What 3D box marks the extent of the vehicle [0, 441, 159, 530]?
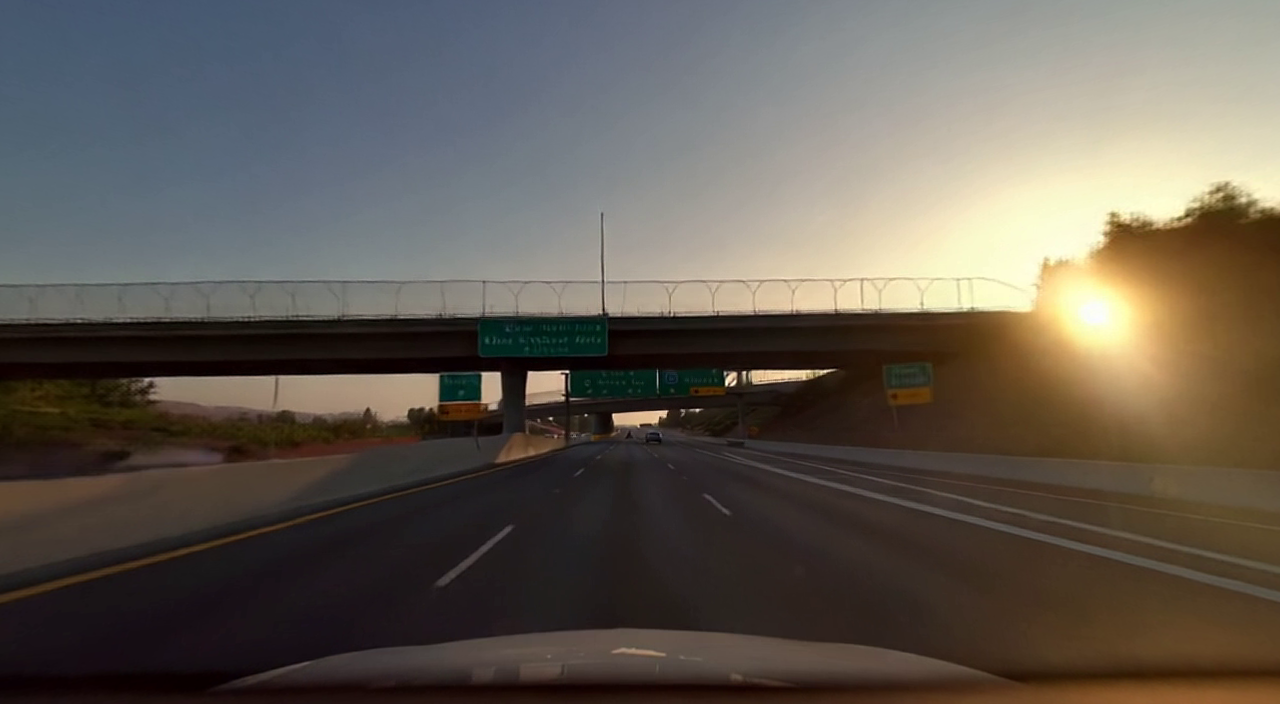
[{"bbox_3d":[-11.954,2.515,12.299,1.884,1.503,4.042,0,-8,-1],"label":"vehicle"}]
